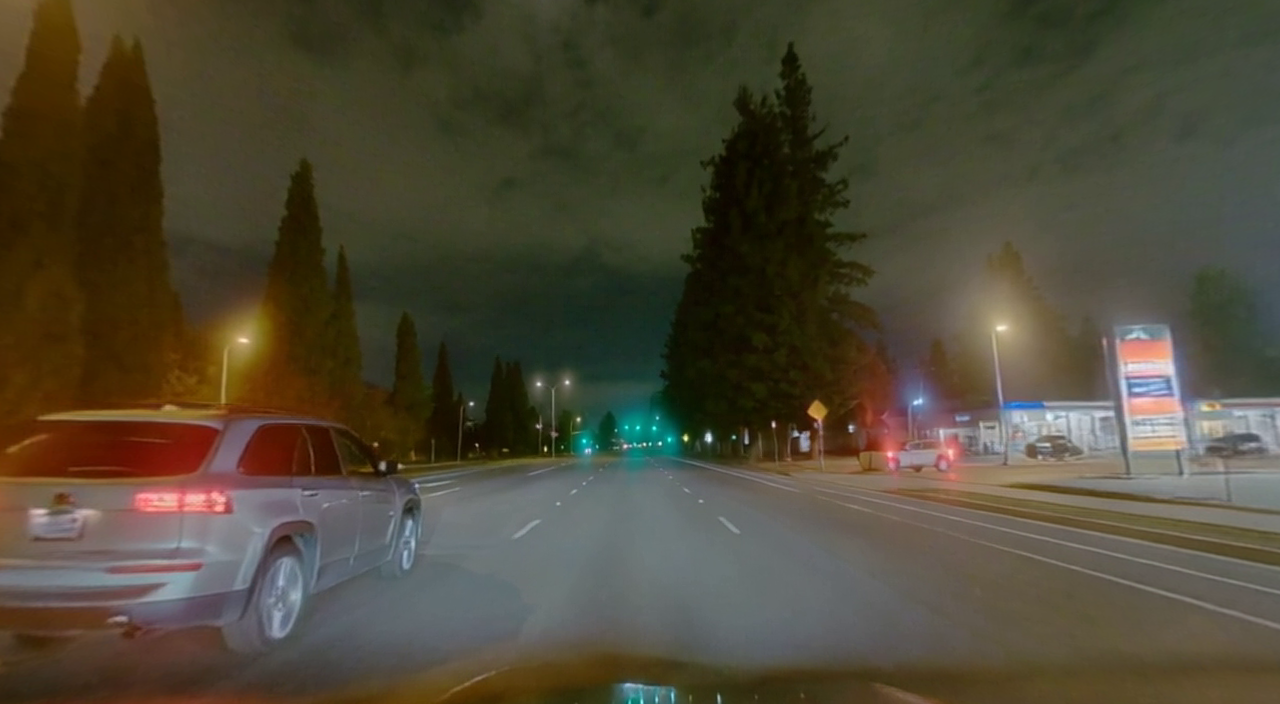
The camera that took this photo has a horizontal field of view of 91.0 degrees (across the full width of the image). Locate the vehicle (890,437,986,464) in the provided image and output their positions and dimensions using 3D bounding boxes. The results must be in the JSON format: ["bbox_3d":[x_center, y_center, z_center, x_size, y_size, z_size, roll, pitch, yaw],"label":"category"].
[{"bbox_3d":[17.478,5.845,37.146,4.671,1.466,1.937,0,-10,5],"label":"vehicle"}]

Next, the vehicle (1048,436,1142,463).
[{"bbox_3d":[30.058,6.461,41.733,4.507,1.752,2.016,-1,-9,9],"label":"vehicle"}]

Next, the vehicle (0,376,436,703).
[{"bbox_3d":[-3.448,1.279,5.126,2.039,1.656,4.710,0,-9,-1],"label":"vehicle"}]
